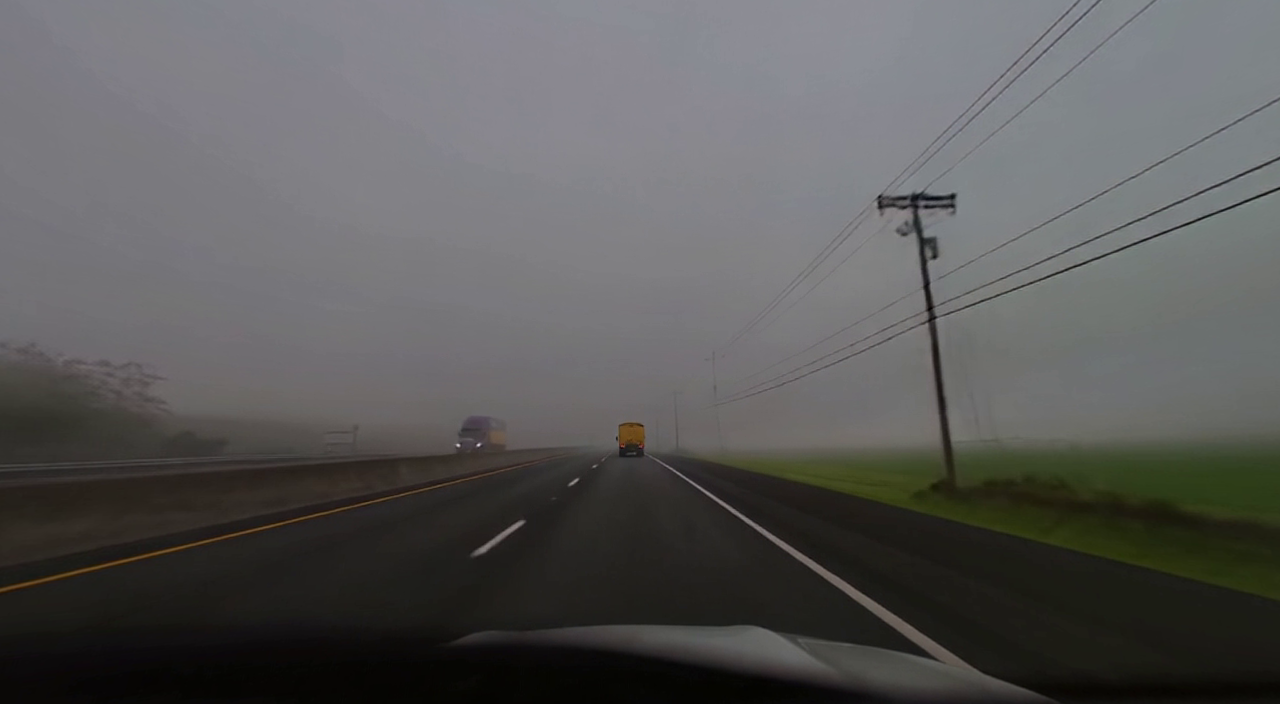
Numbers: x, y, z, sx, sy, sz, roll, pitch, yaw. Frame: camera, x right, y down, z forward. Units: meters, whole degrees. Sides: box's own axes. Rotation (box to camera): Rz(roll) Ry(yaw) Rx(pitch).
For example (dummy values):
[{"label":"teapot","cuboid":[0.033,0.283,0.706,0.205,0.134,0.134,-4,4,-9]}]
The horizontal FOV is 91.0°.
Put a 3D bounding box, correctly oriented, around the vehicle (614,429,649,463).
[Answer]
[{"label":"vehicle","cuboid":[-0.605,6.320,42.469,2.240,2.129,4.480,0,-8,-2]}]
